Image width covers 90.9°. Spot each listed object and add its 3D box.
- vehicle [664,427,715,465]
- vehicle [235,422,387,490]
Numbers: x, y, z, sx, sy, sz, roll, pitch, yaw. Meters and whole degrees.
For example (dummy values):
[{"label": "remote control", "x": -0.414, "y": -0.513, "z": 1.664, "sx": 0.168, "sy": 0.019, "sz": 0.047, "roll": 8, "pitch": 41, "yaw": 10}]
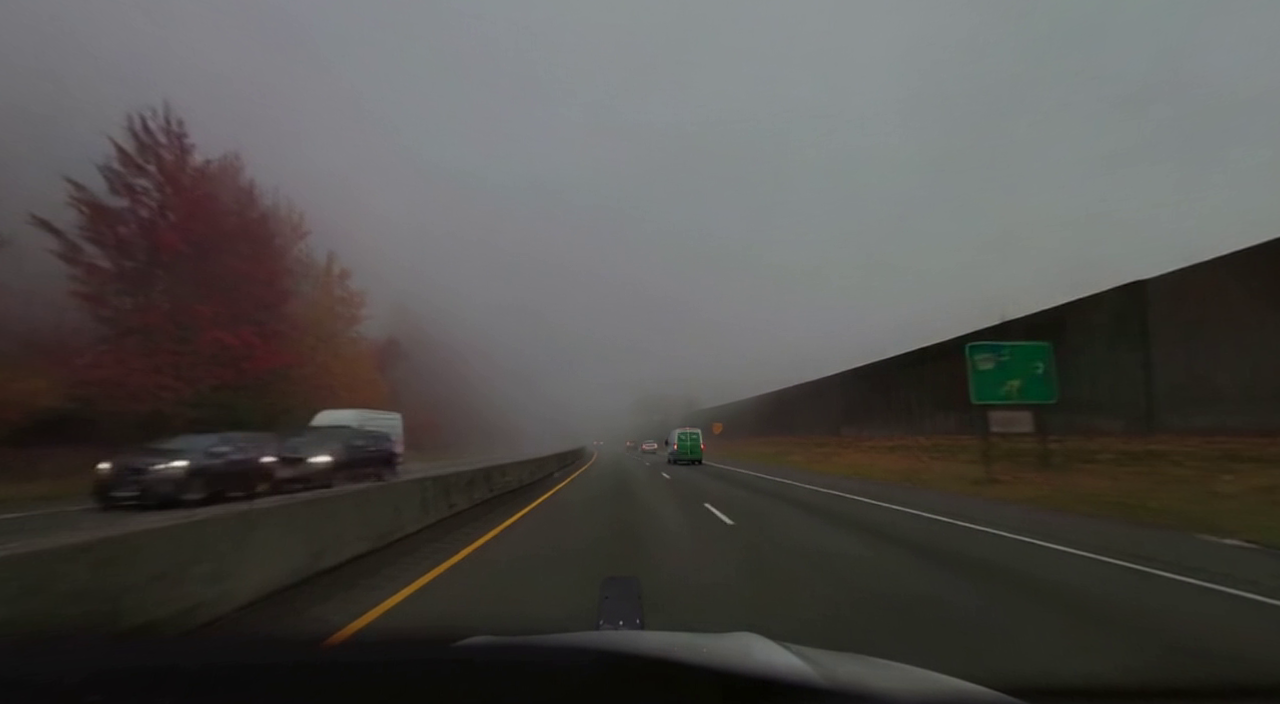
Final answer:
[{"label": "vehicle", "x": 2.840, "y": 5.536, "z": 37.223, "sx": 2.393, "sy": 2.072, "sz": 4.958, "roll": 1, "pitch": -8, "yaw": -3}, {"label": "vehicle", "x": -8.167, "y": 2.613, "z": 16.108, "sx": 1.797, "sy": 1.509, "sz": 3.905, "roll": 1, "pitch": -8, "yaw": -1}]
